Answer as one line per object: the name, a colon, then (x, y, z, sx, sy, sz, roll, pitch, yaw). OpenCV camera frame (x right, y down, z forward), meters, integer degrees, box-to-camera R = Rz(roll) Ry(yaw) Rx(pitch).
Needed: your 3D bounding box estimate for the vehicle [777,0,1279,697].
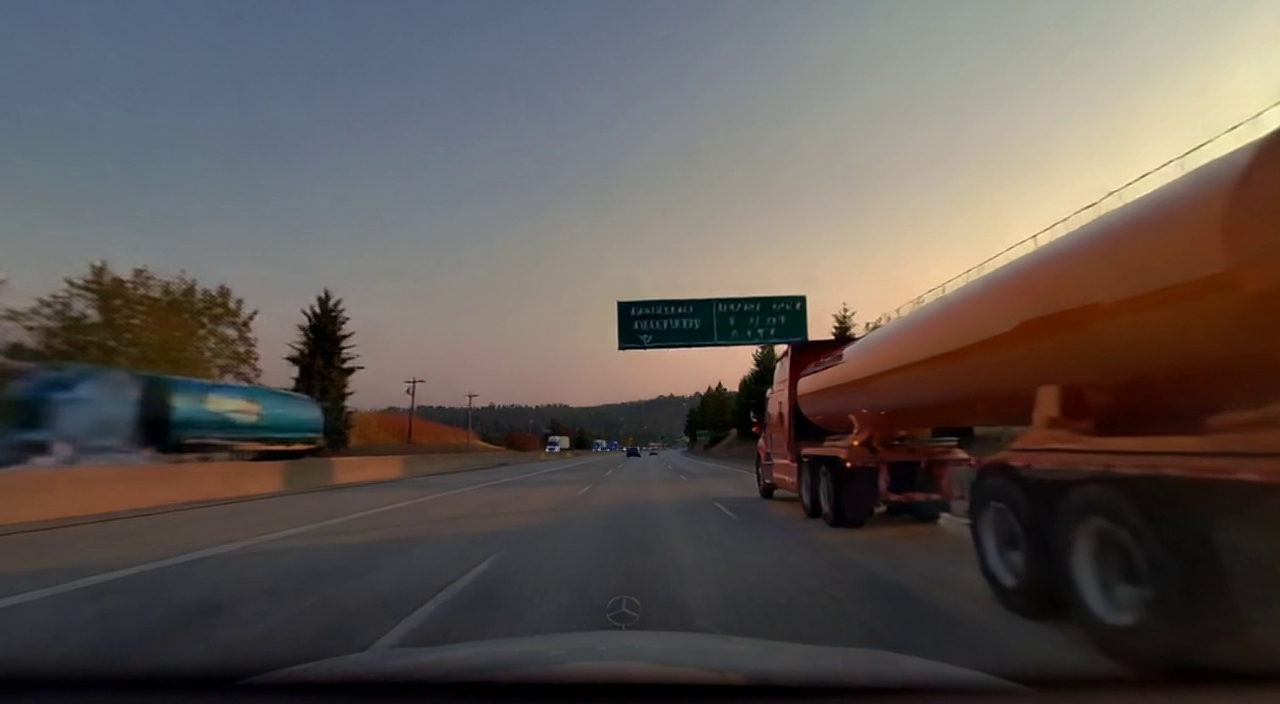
vehicle: (4.353, 0.012, 6.118, 2.784, 4.080, 13.516, -2, -9, -1)

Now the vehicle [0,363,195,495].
vehicle: (-19.007, 2.715, 21.553, 2.983, 3.887, 5.918, 0, -9, 0)
